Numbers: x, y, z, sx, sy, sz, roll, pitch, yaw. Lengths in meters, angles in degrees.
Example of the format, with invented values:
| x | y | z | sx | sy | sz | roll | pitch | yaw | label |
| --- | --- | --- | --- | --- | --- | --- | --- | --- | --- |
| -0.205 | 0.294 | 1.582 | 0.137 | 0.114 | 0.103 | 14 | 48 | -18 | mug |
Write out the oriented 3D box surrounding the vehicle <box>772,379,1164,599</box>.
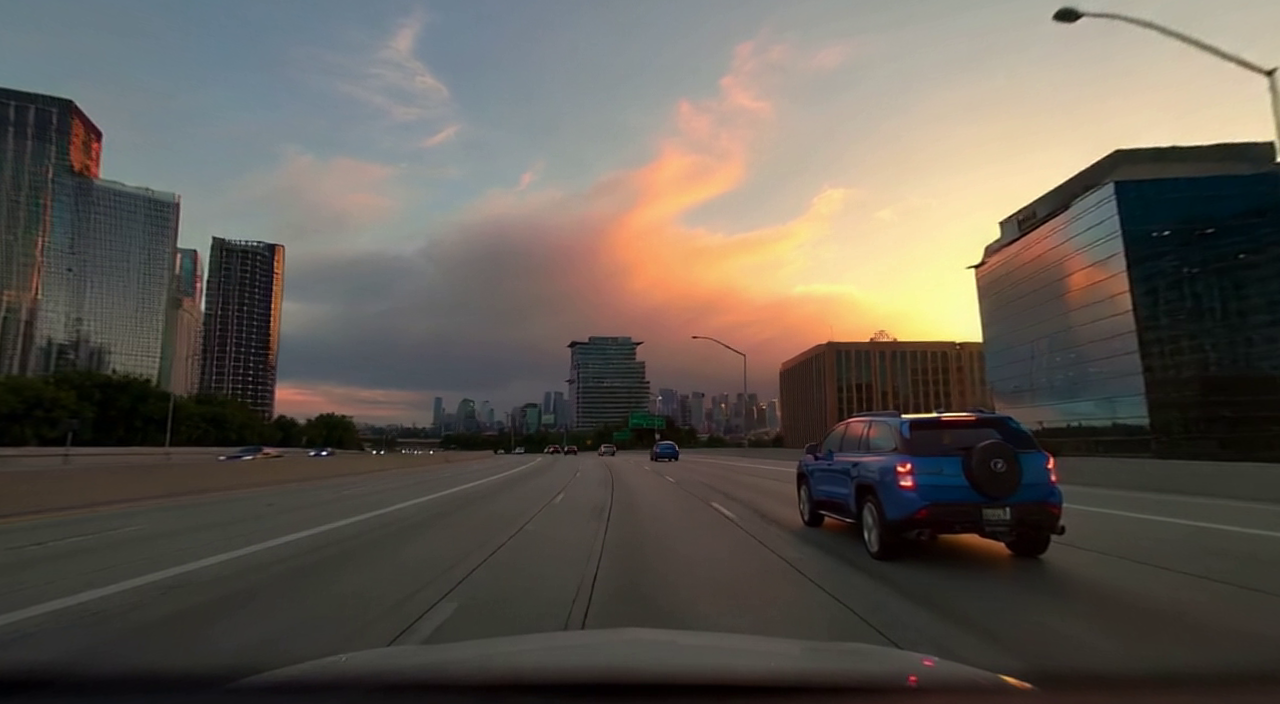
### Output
| x | y | z | sx | sy | sz | roll | pitch | yaw | label |
| --- | --- | --- | --- | --- | --- | --- | --- | --- | --- |
| 3.231 | 1.457 | 7.577 | 2.182 | 1.826 | 4.392 | 0 | -8 | -2 | vehicle |

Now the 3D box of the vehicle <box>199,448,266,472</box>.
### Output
| x | y | z | sx | sy | sz | roll | pitch | yaw | label |
| --- | --- | --- | --- | --- | --- | --- | --- | --- | --- |
| -27.130 | 7.178 | 42.232 | 1.829 | 1.471 | 4.476 | 0 | -8 | -5 | vehicle |

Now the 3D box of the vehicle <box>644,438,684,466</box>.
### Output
| x | y | z | sx | sy | sz | roll | pitch | yaw | label |
| --- | --- | --- | --- | --- | --- | --- | --- | --- | --- |
| 1.608 | 6.861 | 43.586 | 2.110 | 1.780 | 4.682 | 0 | -8 | -6 | vehicle |
